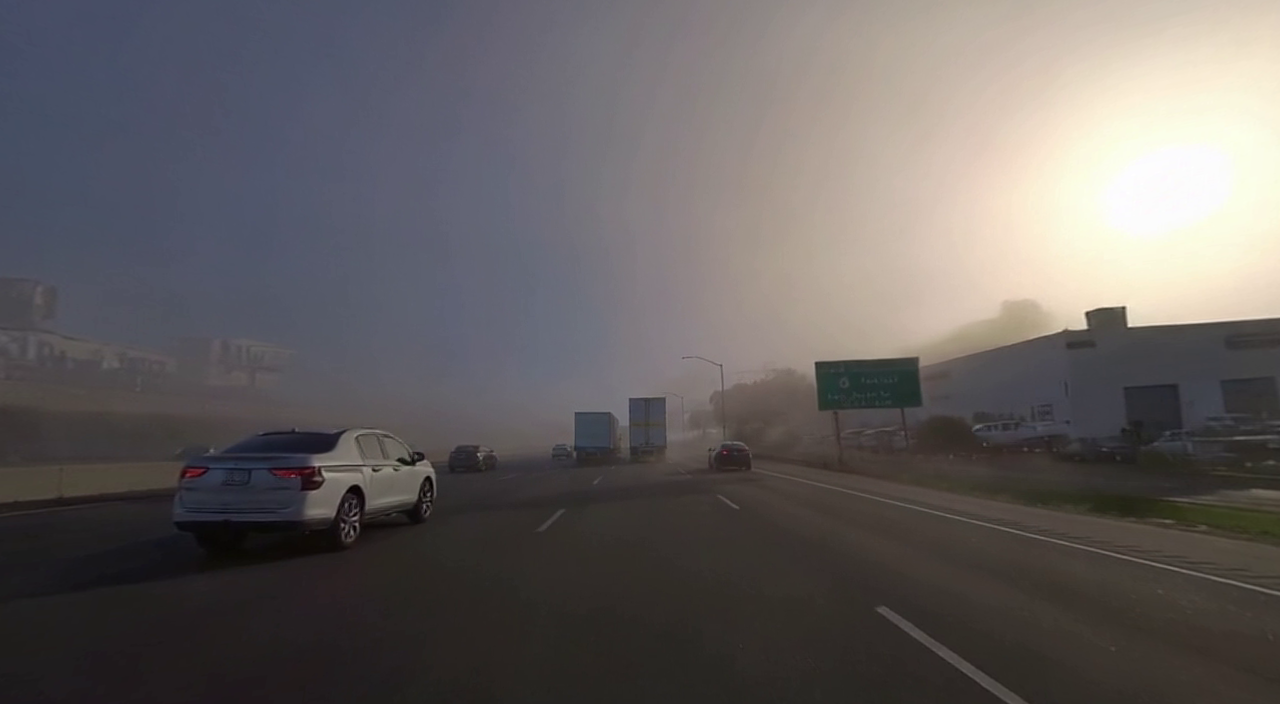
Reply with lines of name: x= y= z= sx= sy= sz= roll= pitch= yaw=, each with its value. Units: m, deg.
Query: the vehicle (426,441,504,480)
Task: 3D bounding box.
vehicle: x=-7.155 y=4.482 z=26.365 sx=1.891 sy=1.460 sz=4.506 roll=0 pitch=-9 yaw=1

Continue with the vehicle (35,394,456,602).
vehicle: x=-4.012 y=1.563 z=7.622 sx=2.122 sy=1.754 sz=4.379 roll=0 pitch=-9 yaw=2

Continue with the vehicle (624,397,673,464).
vehicle: x=0.514 y=5.584 z=43.920 sx=2.969 sy=4.104 sz=10.906 roll=0 pitch=-9 yaw=0

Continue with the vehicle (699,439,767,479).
vehicle: x=3.660 y=4.281 z=25.569 sx=2.006 sy=1.452 sz=4.246 roll=0 pitch=-9 yaw=-1
